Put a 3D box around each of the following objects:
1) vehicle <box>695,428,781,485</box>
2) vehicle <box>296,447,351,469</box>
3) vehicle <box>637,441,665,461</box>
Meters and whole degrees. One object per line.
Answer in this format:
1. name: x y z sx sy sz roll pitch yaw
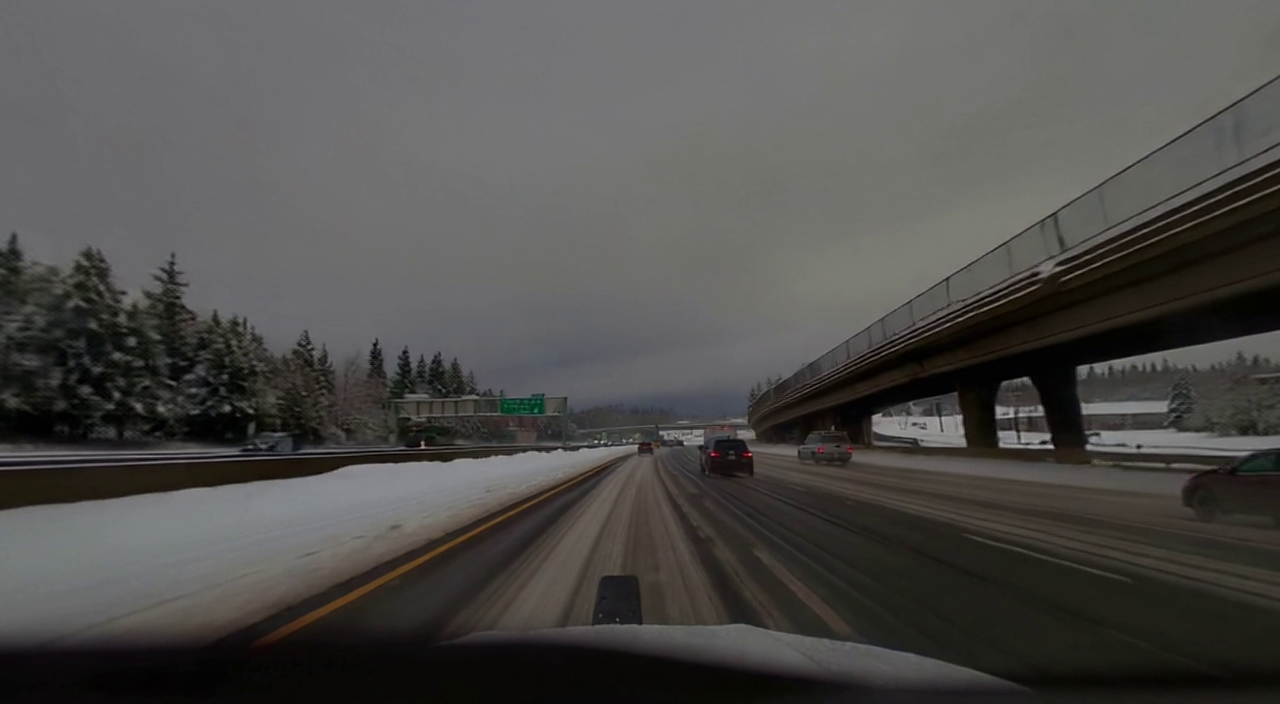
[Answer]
1. vehicle: 3.309 3.659 22.445 2.226 1.779 4.835 0 -9 -1
2. vehicle: -23.164 7.748 46.437 1.750 1.472 4.460 0 -9 -1
3. vehicle: 0.859 7.691 49.023 2.046 1.475 3.784 0 -8 1
